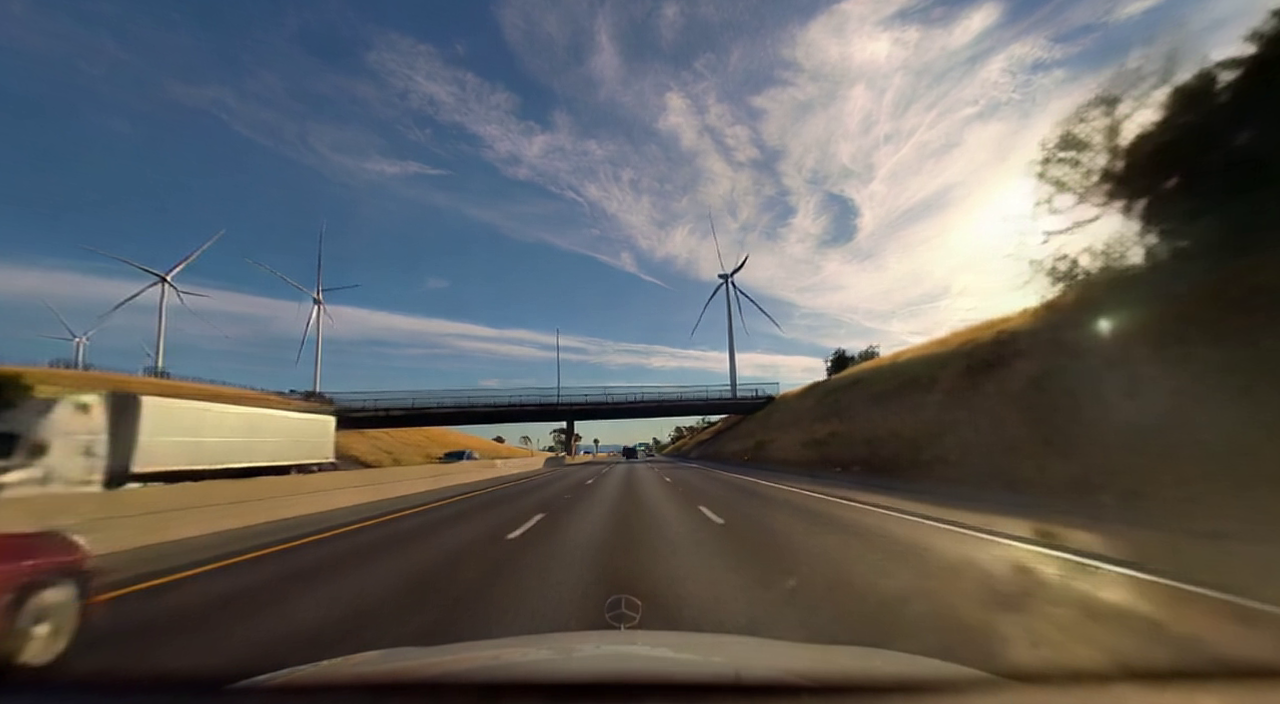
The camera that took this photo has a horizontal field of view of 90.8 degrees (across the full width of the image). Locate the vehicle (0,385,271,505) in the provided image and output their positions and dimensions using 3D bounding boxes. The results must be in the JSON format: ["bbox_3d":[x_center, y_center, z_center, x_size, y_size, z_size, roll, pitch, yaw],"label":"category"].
[{"bbox_3d":[-19.646,3.743,25.232,3.140,3.718,11.043,0,-9,0],"label":"vehicle"}]

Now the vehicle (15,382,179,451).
[{"bbox_3d":[-19.716,2.238,23.268,1.970,1.671,4.758,0,5,-2],"label":"vehicle"}]

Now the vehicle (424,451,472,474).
[{"bbox_3d":[-12.649,7.289,41.820,1.887,1.441,4.148,0,-9,0],"label":"vehicle"}]
